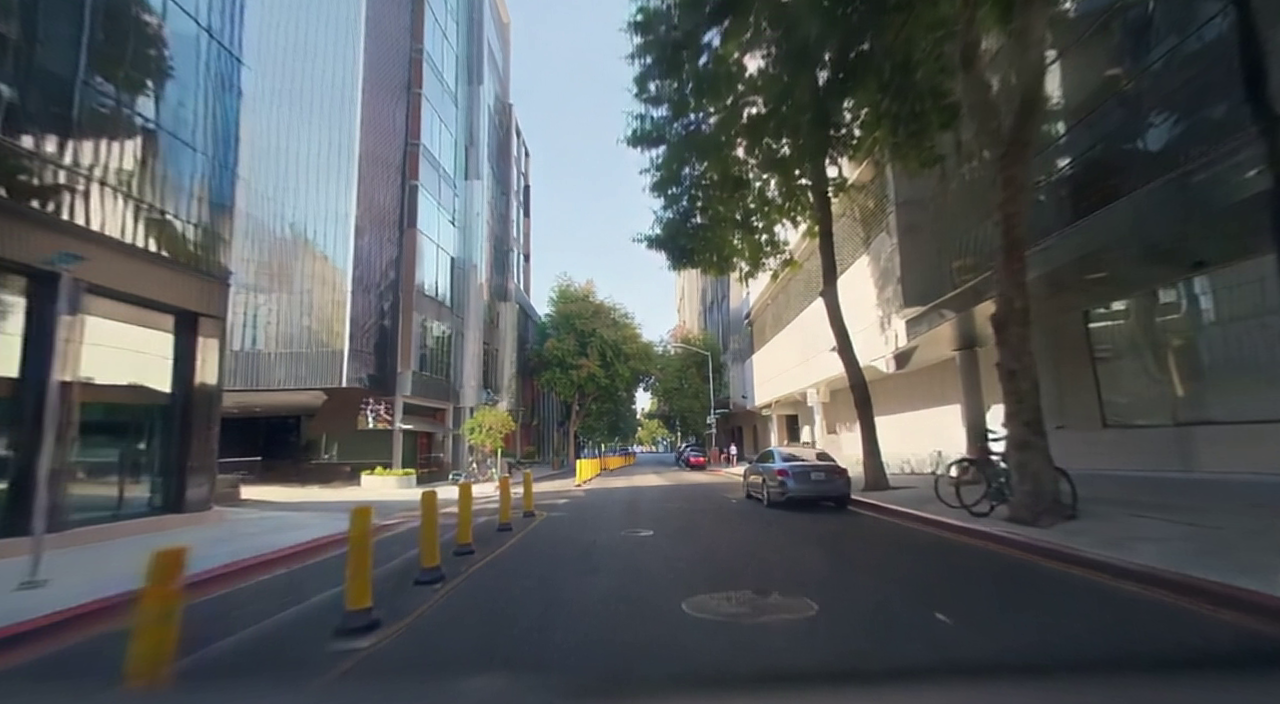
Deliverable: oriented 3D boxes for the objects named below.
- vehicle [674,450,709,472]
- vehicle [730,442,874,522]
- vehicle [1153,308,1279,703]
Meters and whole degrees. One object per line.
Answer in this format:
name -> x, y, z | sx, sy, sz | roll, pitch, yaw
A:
vehicle -> 3.629, 7.723, 44.959 | 2.020, 1.448, 4.220 | -1, -9, -1
vehicle -> 3.389, 2.819, 14.341 | 1.963, 1.445, 4.948 | -1, -9, 0
vehicle -> 3.729, 0.466, 0.712 | 2.180, 1.869, 4.736 | -1, -9, -1
